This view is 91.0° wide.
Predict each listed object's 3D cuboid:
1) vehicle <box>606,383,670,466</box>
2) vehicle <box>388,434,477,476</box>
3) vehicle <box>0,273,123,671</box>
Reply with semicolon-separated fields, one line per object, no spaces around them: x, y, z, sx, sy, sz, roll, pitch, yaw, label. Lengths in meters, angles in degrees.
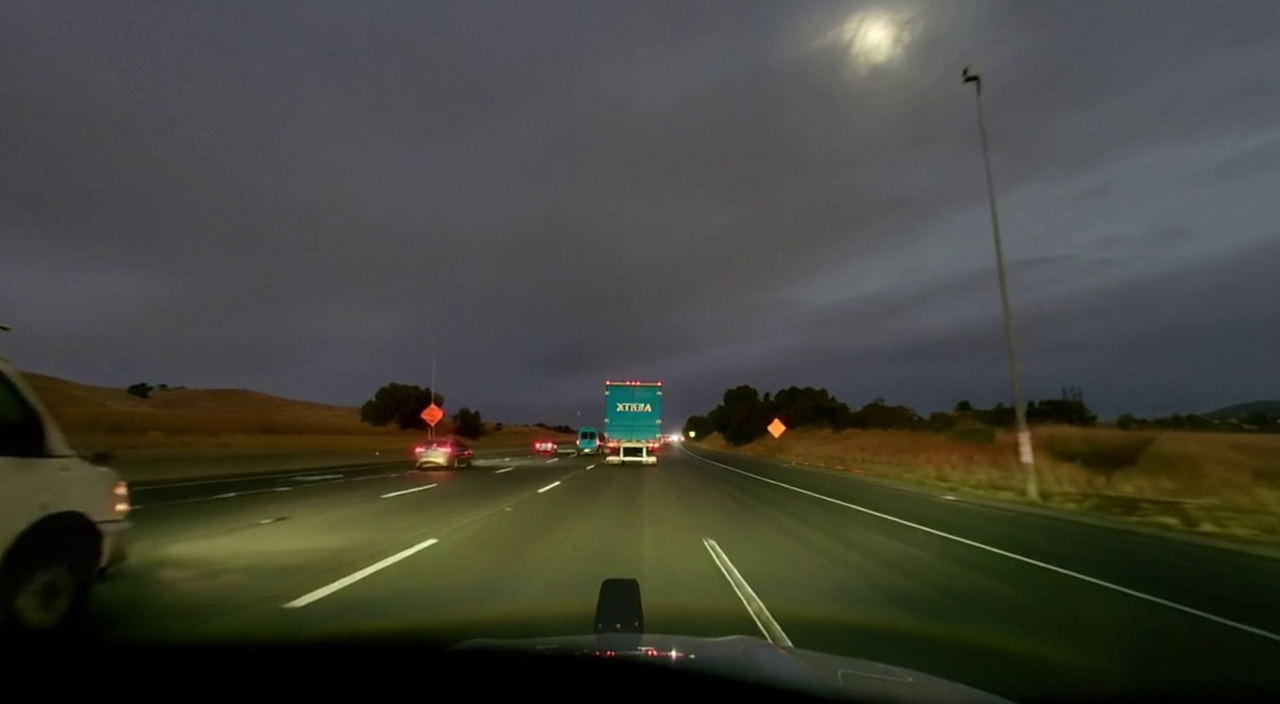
-0.171;4.547;36.920;3.183;4.011;9.617;-1;-11;-1;vehicle
-8.255;4.149;25.517;1.915;1.506;4.594;0;-8;1;vehicle
-4.720;0.285;1.017;2.584;2.082;5.968;0;-8;1;vehicle
